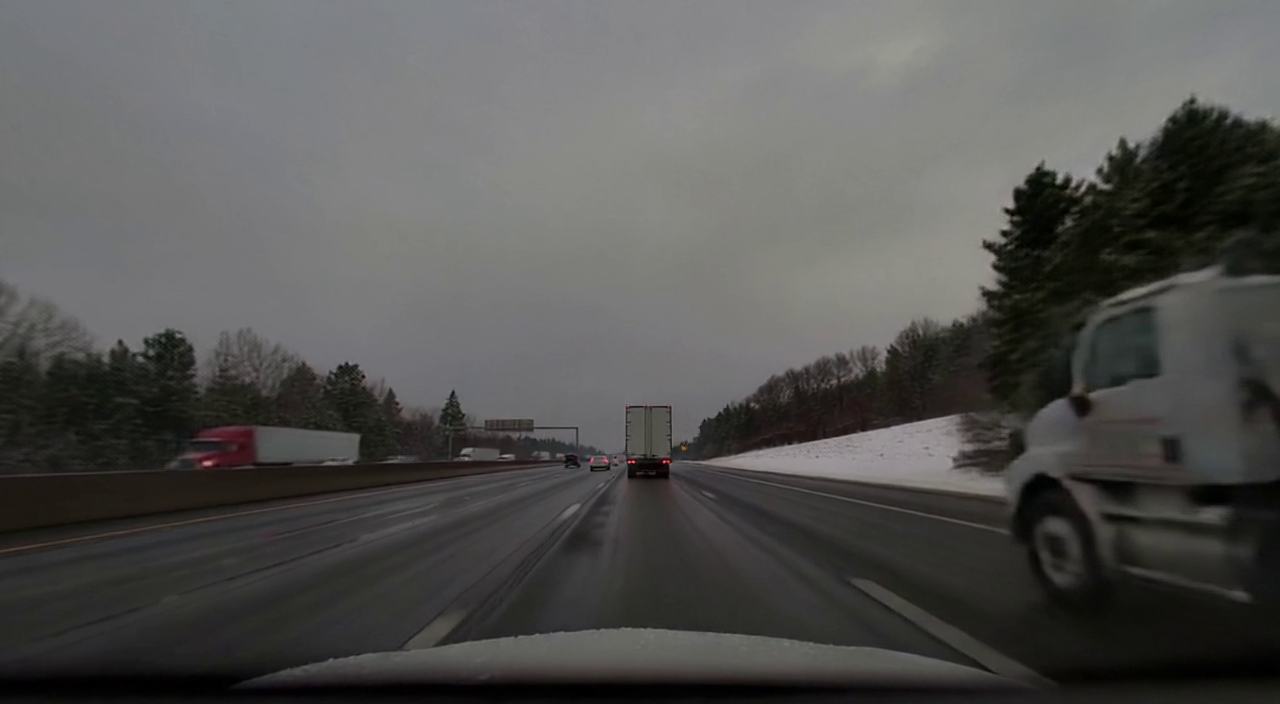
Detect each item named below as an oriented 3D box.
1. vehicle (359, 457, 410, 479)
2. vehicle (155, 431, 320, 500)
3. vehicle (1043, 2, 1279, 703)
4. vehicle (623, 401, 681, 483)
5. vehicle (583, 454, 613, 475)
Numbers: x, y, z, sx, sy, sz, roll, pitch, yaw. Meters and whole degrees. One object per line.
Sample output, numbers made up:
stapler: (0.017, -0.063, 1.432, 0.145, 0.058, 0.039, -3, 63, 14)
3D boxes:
vehicle: (-18.500, 8.416, 45.837, 1.810, 1.486, 4.269, 0, -9, 1)
vehicle: (-18.310, 5.216, 29.429, 2.845, 2.784, 7.224, 0, -9, 1)
vehicle: (4.633, -0.285, 0.646, 2.874, 3.635, 8.115, 0, -9, -1)
vehicle: (0.476, 5.470, 37.670, 2.875, 4.056, 12.312, 0, -9, -1)
vehicle: (-3.271, 8.835, 49.582, 2.061, 1.555, 3.900, 0, -9, 0)
